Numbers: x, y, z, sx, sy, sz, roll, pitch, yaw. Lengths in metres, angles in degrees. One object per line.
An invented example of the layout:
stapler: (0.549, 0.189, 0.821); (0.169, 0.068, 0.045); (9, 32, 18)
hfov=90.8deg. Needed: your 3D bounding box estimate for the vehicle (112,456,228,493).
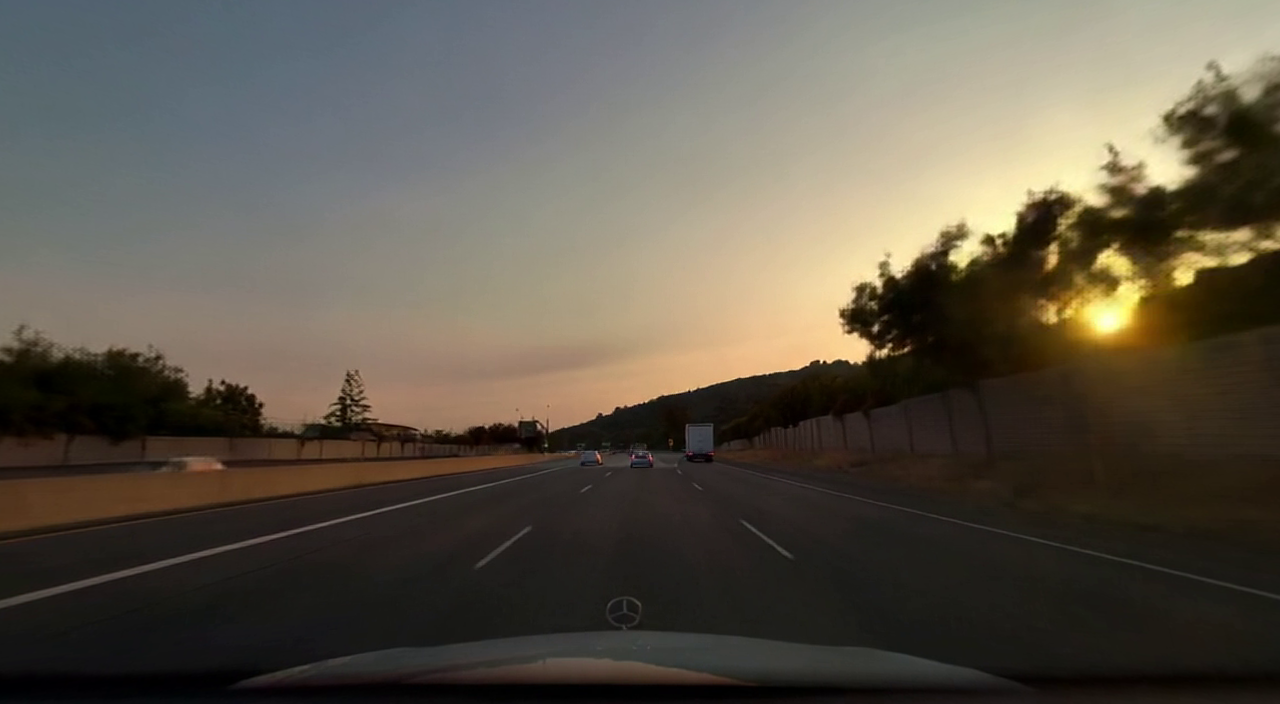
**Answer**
vehicle: (-23.869, 6.199, 32.353); (1.976, 1.631, 5.170); (0, -9, 0)
